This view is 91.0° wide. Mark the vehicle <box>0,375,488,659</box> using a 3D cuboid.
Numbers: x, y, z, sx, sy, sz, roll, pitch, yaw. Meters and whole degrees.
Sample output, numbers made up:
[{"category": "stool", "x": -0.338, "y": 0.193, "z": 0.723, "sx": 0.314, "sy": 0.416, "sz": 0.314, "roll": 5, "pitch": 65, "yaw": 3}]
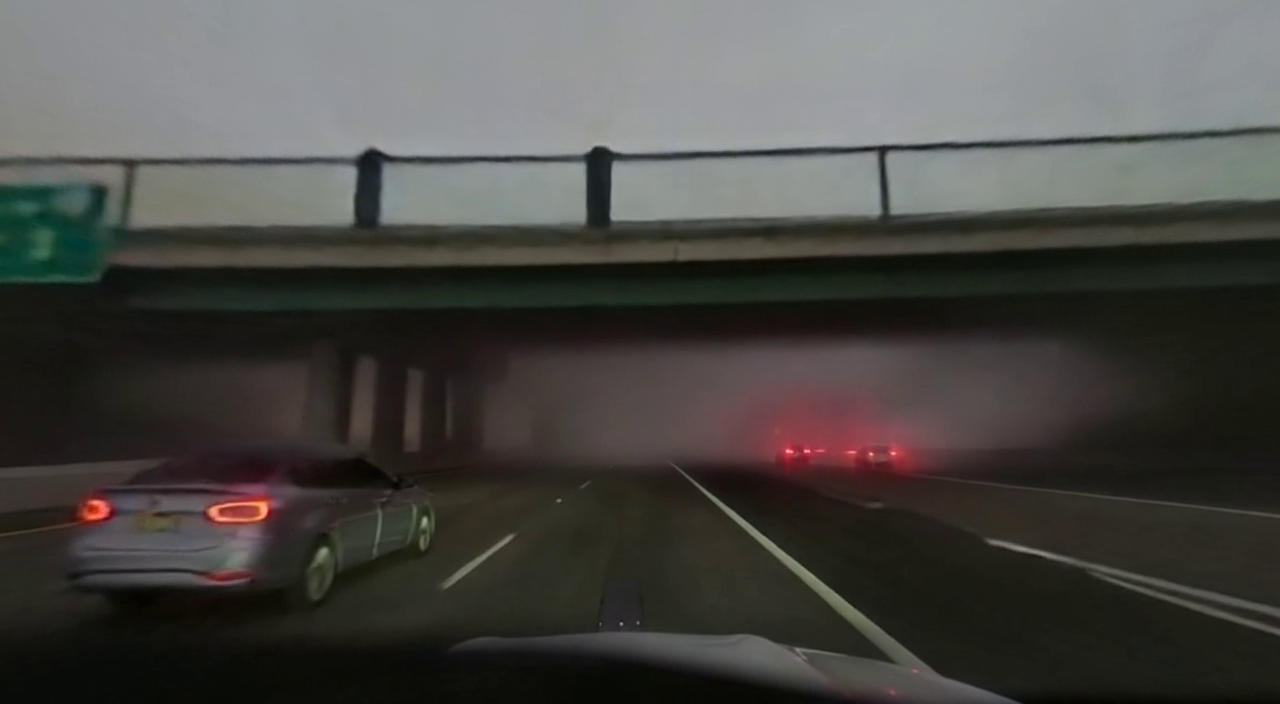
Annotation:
[{"category": "vehicle", "x": -3.229, "y": 1.346, "z": 6.238, "sx": 2.203, "sy": 1.734, "sz": 4.600, "roll": 0, "pitch": -9, "yaw": 1}]
